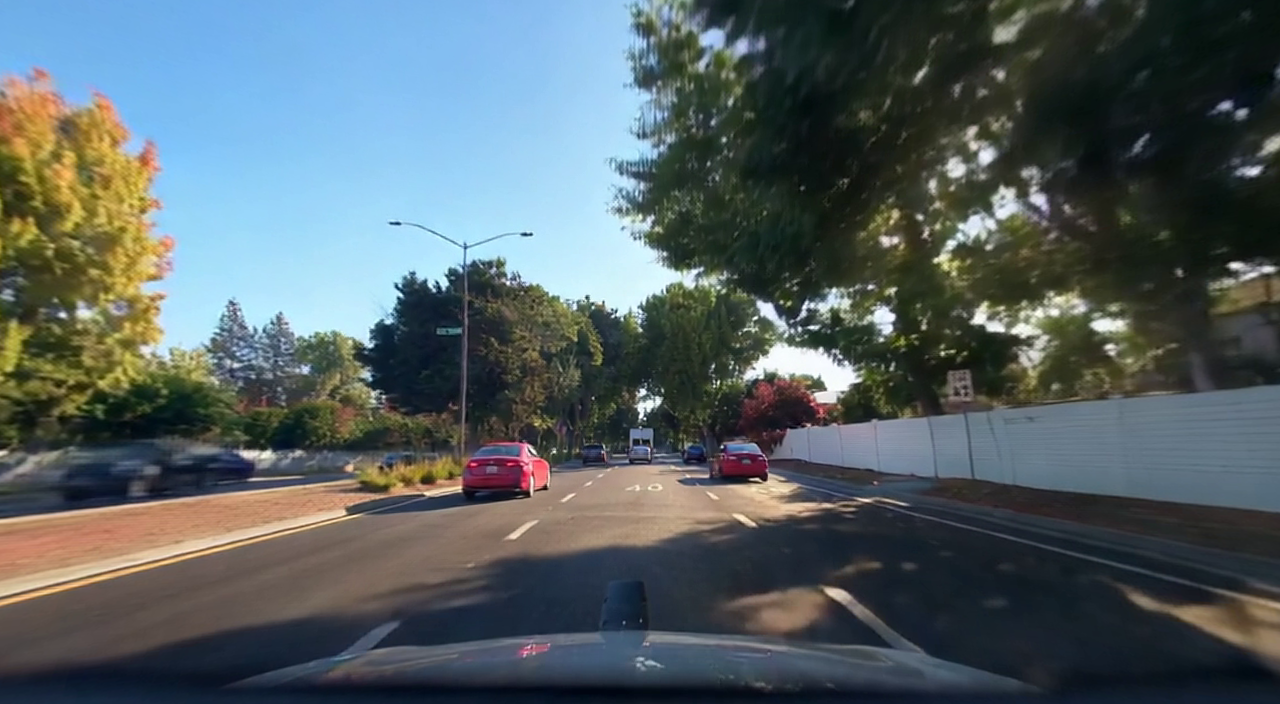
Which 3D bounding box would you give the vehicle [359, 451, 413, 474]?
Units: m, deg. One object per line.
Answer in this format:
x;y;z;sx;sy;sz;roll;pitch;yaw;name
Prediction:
-17.820;7.766;44.263;1.852;1.471;4.746;0;-8;0;vehicle

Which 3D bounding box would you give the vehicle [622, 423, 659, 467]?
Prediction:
0.049;6.259;42.112;2.311;2.726;5.814;0;-9;1;vehicle

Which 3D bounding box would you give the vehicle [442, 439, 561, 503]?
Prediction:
-3.523;3.123;16.973;2.036;1.474;4.647;0;-8;1;vehicle

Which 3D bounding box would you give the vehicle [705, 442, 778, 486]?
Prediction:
3.652;4.100;23.345;1.945;1.469;4.258;0;-8;0;vehicle

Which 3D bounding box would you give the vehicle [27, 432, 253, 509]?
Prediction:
-14.042;3.339;18.249;2.105;1.877;5.373;0;-8;0;vehicle

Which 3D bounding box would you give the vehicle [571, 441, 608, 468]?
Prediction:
-3.259;6.714;41.296;2.021;1.715;4.329;0;-8;1;vehicle
